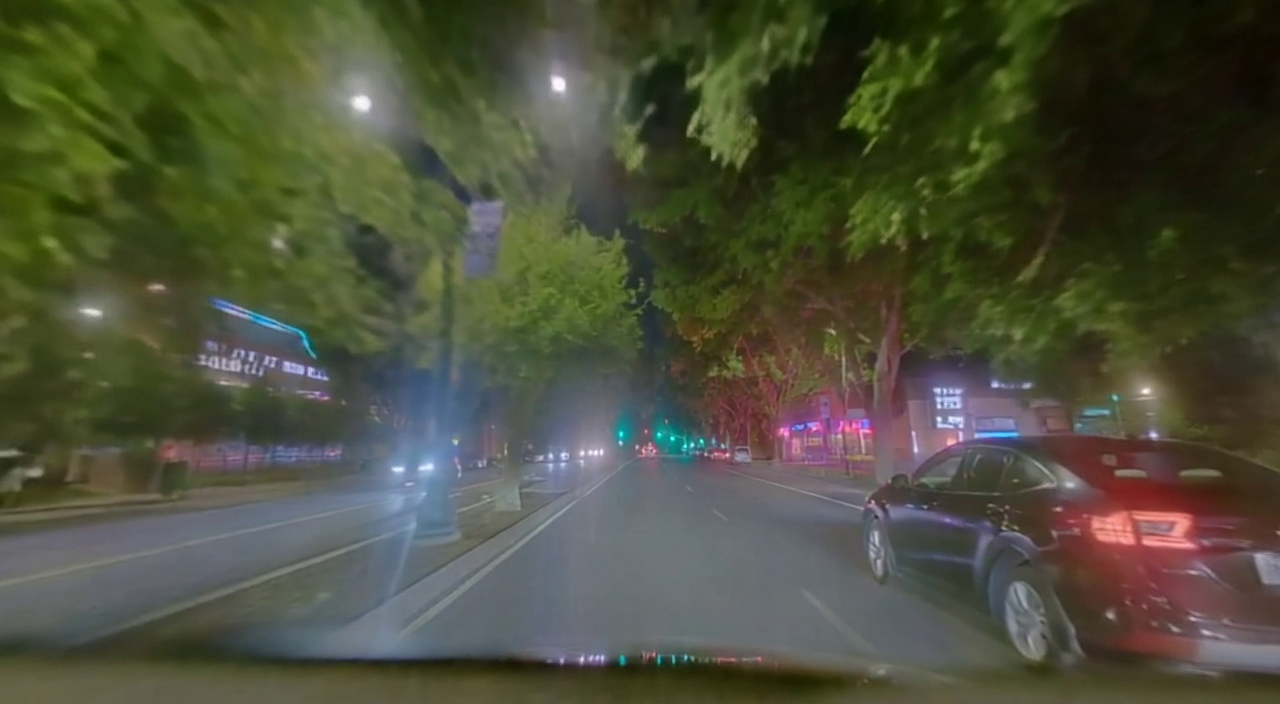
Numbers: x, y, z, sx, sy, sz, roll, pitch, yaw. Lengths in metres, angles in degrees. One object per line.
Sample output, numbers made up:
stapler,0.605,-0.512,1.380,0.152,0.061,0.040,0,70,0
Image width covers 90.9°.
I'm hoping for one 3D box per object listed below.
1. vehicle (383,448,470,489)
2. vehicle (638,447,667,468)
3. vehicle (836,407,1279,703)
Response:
vehicle,-8.383,4.578,25.182,1.922,1.464,4.201,0,-9,1
vehicle,0.830,7.395,44.258,1.945,1.343,3.827,0,-8,0
vehicle,3.124,1.286,4.703,1.989,1.498,4.050,0,-8,0
